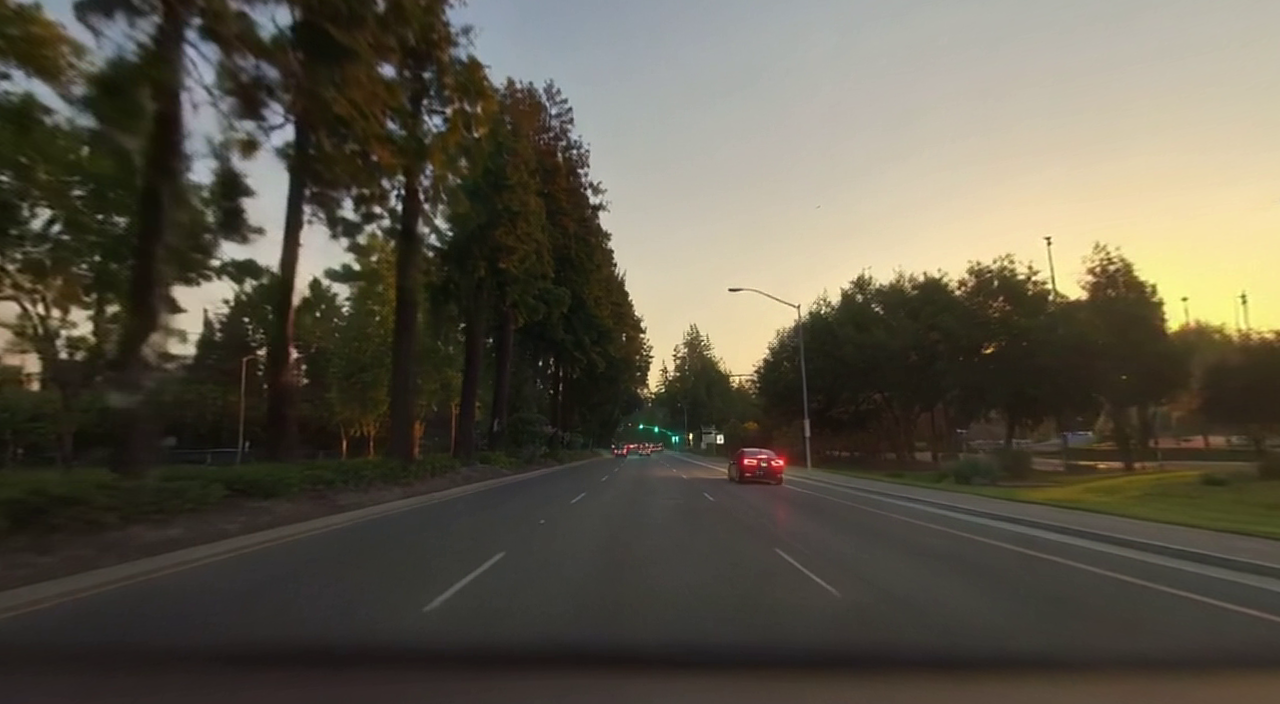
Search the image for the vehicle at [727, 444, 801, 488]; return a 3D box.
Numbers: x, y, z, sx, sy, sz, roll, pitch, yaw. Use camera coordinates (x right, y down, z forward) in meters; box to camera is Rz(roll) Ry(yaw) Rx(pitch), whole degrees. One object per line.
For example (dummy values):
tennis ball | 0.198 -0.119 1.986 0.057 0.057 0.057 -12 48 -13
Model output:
vehicle | 4.663 4.321 24.250 1.913 1.516 4.322 0 -8 -1
